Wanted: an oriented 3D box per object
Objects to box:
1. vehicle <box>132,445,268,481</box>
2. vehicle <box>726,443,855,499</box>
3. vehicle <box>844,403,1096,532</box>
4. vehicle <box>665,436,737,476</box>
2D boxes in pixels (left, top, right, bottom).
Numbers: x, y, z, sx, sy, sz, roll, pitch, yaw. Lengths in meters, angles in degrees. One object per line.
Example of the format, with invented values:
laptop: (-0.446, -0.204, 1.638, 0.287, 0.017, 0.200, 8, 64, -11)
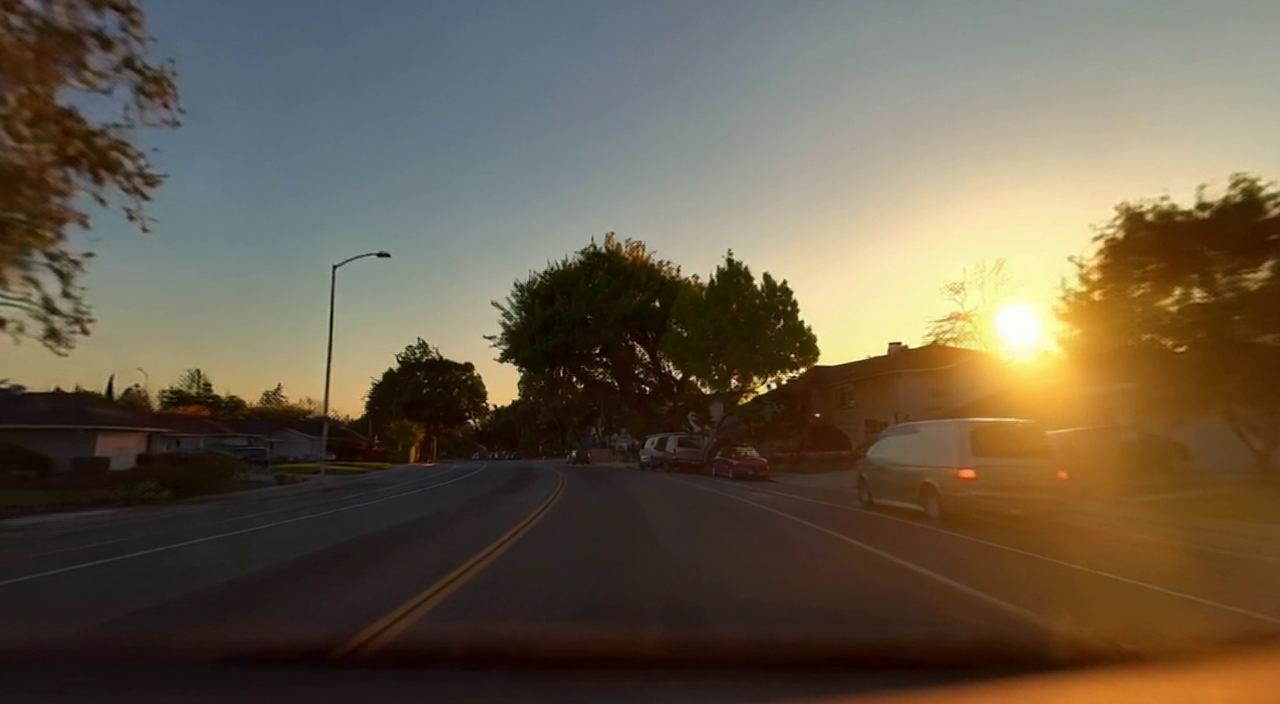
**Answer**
vehicle: (-19.514, 4.917, 28.253, 4.502, 1.511, 1.939, 2, -9, -13)
vehicle: (5.204, 4.181, 22.804, 2.713, 1.671, 4.939, 1, -8, -10)
vehicle: (6.261, 2.265, 12.948, 2.305, 2.111, 4.965, 0, -8, -2)
vehicle: (3.367, 6.000, 36.704, 2.670, 2.085, 6.775, 1, -8, -7)
